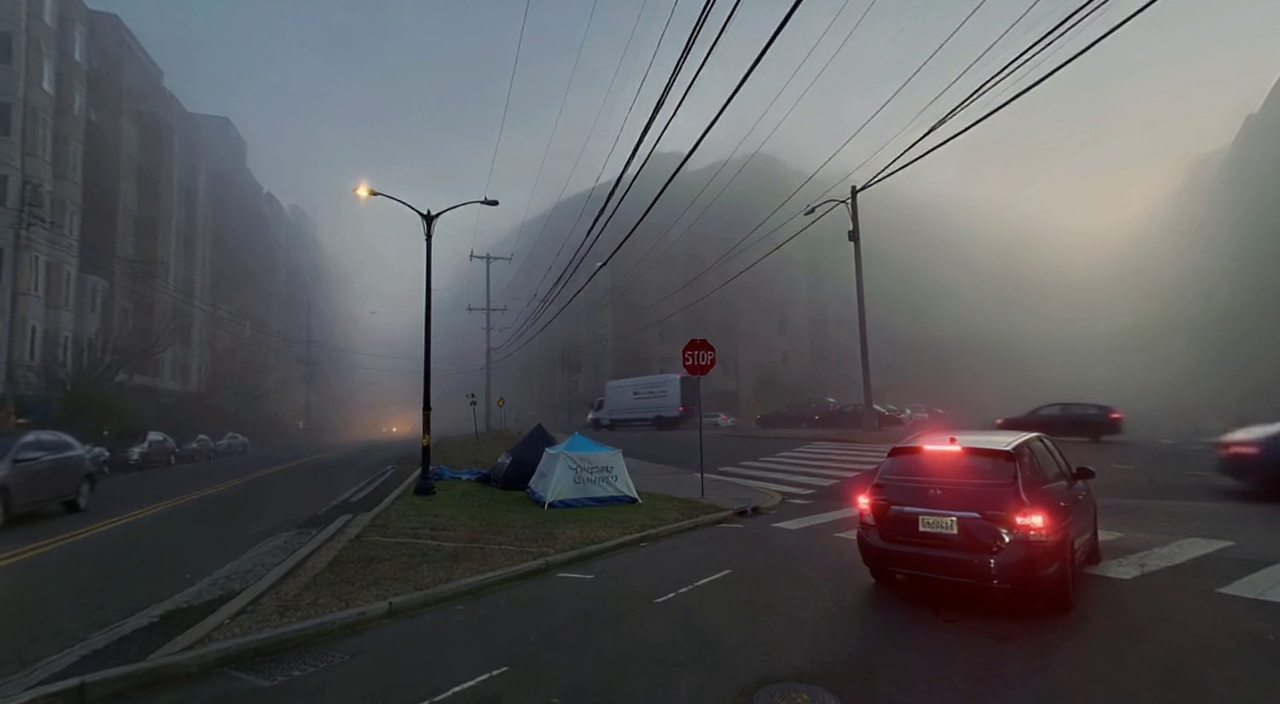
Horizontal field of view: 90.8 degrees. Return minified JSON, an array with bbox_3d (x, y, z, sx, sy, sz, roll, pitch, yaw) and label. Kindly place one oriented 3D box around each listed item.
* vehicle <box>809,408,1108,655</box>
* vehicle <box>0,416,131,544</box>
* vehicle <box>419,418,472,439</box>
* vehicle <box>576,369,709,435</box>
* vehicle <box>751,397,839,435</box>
[{"bbox_3d":[3.403,1.544,6.599,1.945,1.647,4.160,-6,-10,32],"label":"vehicle"},{"bbox_3d":[-10.048,1.963,9.907,1.987,1.686,3.971,0,-8,-20],"label":"vehicle"},{"bbox_3d":[-15.167,5.976,49.167,2.089,1.506,4.641,7,-11,-41],"label":"vehicle"},{"bbox_3d":[-0.023,2.841,33.877,7.172,3.075,2.584,-7,-10,41],"label":"vehicle"},{"bbox_3d":[8.250,3.507,33.991,1.805,1.694,4.214,10,-14,-44],"label":"vehicle"}]
